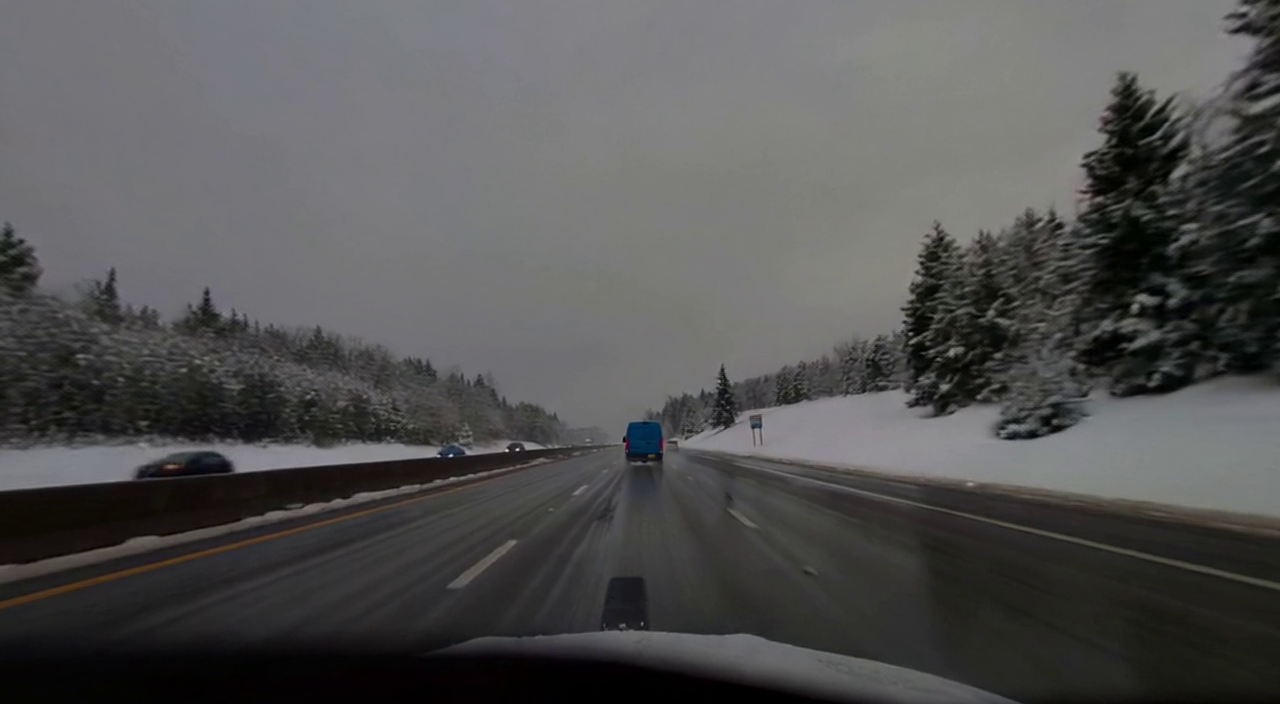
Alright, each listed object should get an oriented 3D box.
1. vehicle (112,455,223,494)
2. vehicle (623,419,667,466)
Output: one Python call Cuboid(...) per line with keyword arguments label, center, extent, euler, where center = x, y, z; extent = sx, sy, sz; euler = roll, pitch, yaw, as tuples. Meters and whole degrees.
Cuboid(label="vehicle", center=(-19.967, 5.163, 26.790), extent=(1.729, 1.462, 3.824), euler=(0, -8, 0))
Cuboid(label="vehicle", center=(0.267, 5.223, 36.273), extent=(2.329, 2.483, 5.428), euler=(0, -8, 0))
